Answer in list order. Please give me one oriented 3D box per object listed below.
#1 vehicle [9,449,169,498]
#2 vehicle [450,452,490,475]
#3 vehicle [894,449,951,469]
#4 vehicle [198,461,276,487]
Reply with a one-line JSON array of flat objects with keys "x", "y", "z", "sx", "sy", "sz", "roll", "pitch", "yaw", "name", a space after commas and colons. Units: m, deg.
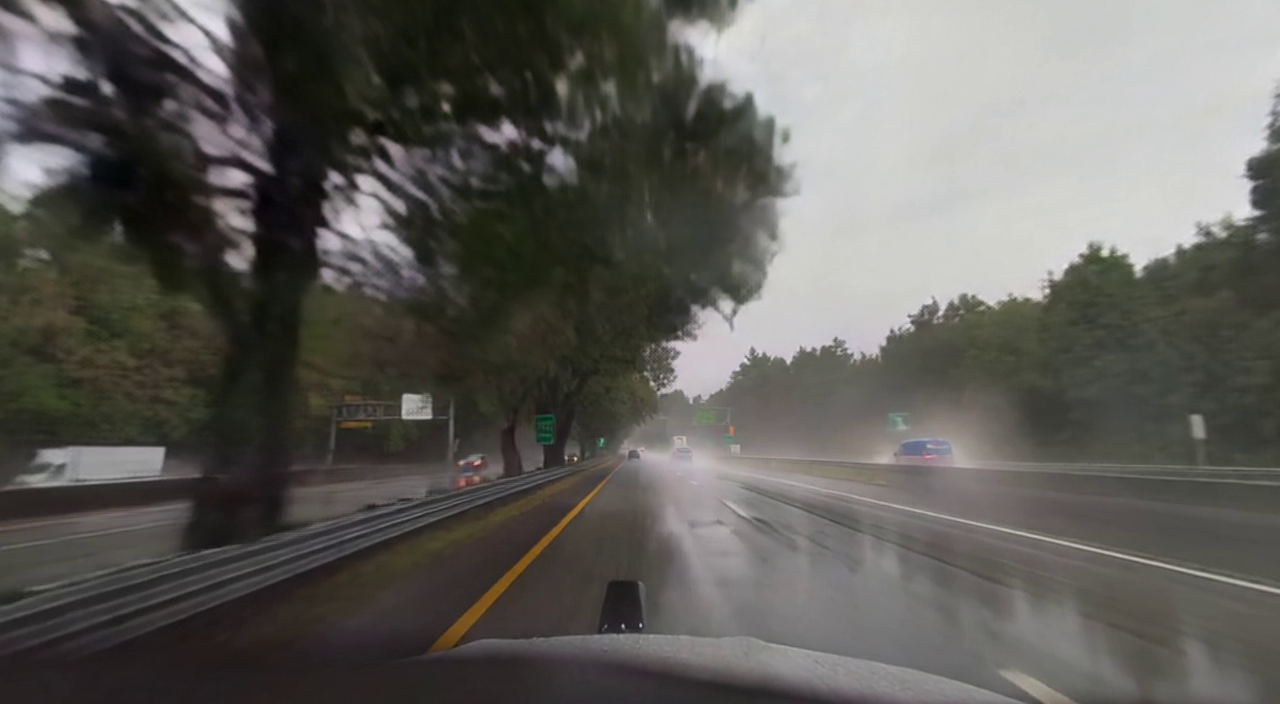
[{"x": -29.134, "y": 6.394, "z": 33.754, "sx": 2.666, "sy": 2.344, "sz": 6.287, "roll": 0, "pitch": -9, "yaw": 2, "name": "vehicle"}, {"x": -12.678, "y": 8.354, "z": 47.304, "sx": 1.854, "sy": 1.581, "sz": 3.953, "roll": 0, "pitch": -9, "yaw": 1, "name": "vehicle"}, {"x": 20.008, "y": 7.573, "z": 44.794, "sx": 1.926, "sy": 1.386, "sz": 3.719, "roll": 1, "pitch": -9, "yaw": -7, "name": "vehicle"}, {"x": -25.434, "y": 7.677, "z": 39.948, "sx": 1.887, "sy": 1.475, "sz": 4.485, "roll": 0, "pitch": -9, "yaw": 1, "name": "vehicle"}]
